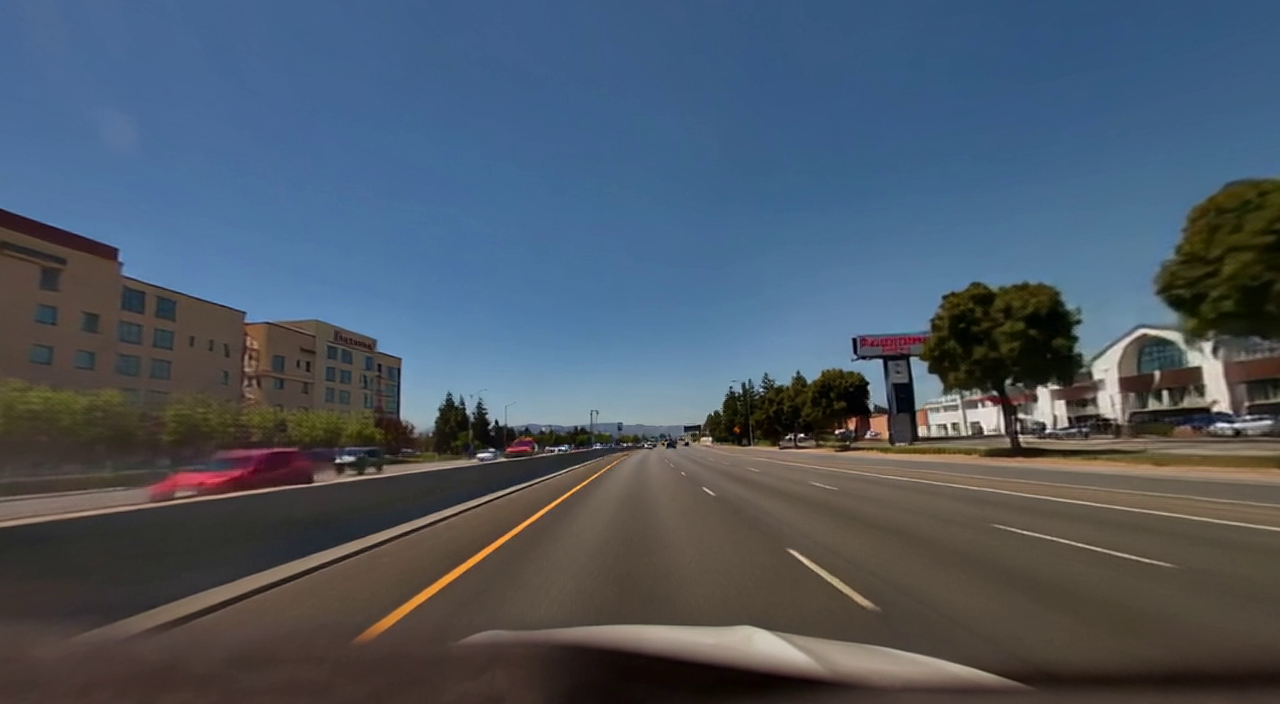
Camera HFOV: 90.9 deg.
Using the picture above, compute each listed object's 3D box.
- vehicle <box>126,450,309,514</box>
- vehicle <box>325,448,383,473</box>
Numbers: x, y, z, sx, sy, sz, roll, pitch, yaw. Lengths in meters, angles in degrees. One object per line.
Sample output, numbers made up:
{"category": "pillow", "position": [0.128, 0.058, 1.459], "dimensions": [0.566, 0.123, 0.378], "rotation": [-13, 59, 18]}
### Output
{"category": "vehicle", "position": [-11.562, 3.537, 17.768], "dimensions": [1.910, 1.499, 4.634], "rotation": [0, -8, 0]}
{"category": "vehicle", "position": [-21.921, 8.298, 48.577], "dimensions": [2.059, 1.784, 5.055], "rotation": [0, -8, 0]}
